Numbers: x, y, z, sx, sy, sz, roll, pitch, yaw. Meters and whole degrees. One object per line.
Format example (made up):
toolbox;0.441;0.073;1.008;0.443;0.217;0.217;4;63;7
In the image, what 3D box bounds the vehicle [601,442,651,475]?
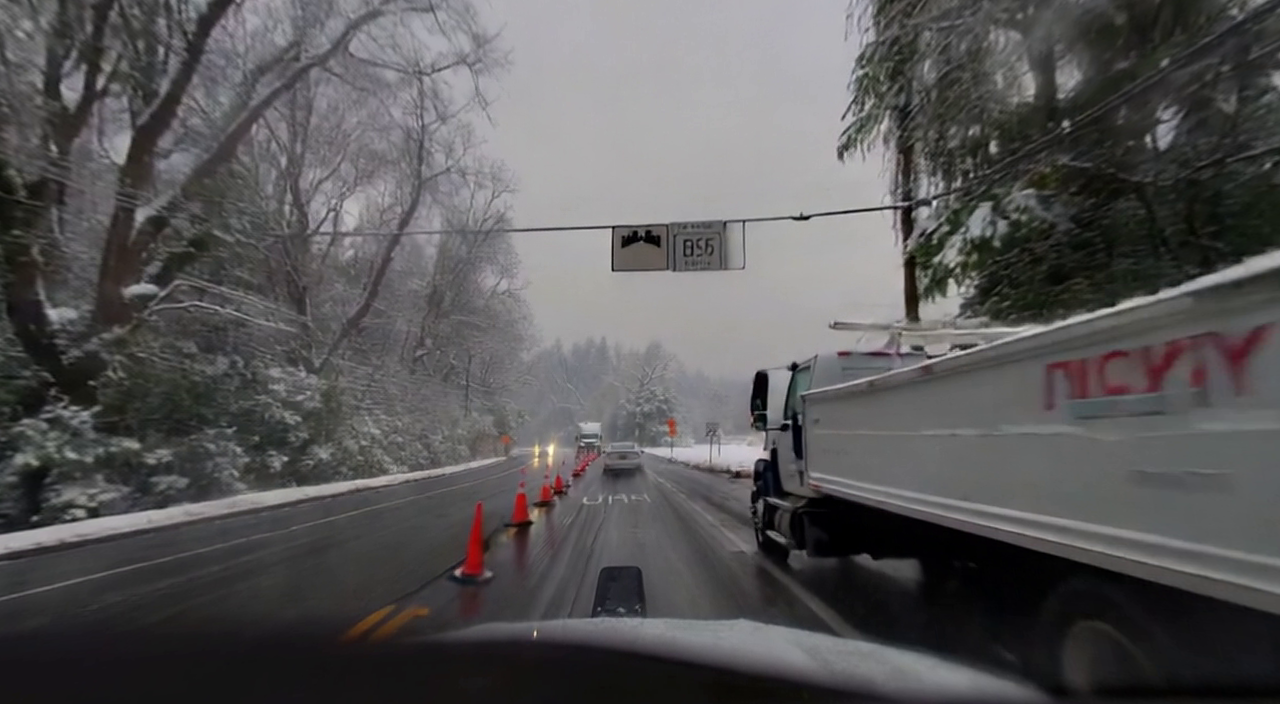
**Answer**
vehicle;-0.683;5.104;30.373;2.186;1.463;4.356;0;-9;-2
